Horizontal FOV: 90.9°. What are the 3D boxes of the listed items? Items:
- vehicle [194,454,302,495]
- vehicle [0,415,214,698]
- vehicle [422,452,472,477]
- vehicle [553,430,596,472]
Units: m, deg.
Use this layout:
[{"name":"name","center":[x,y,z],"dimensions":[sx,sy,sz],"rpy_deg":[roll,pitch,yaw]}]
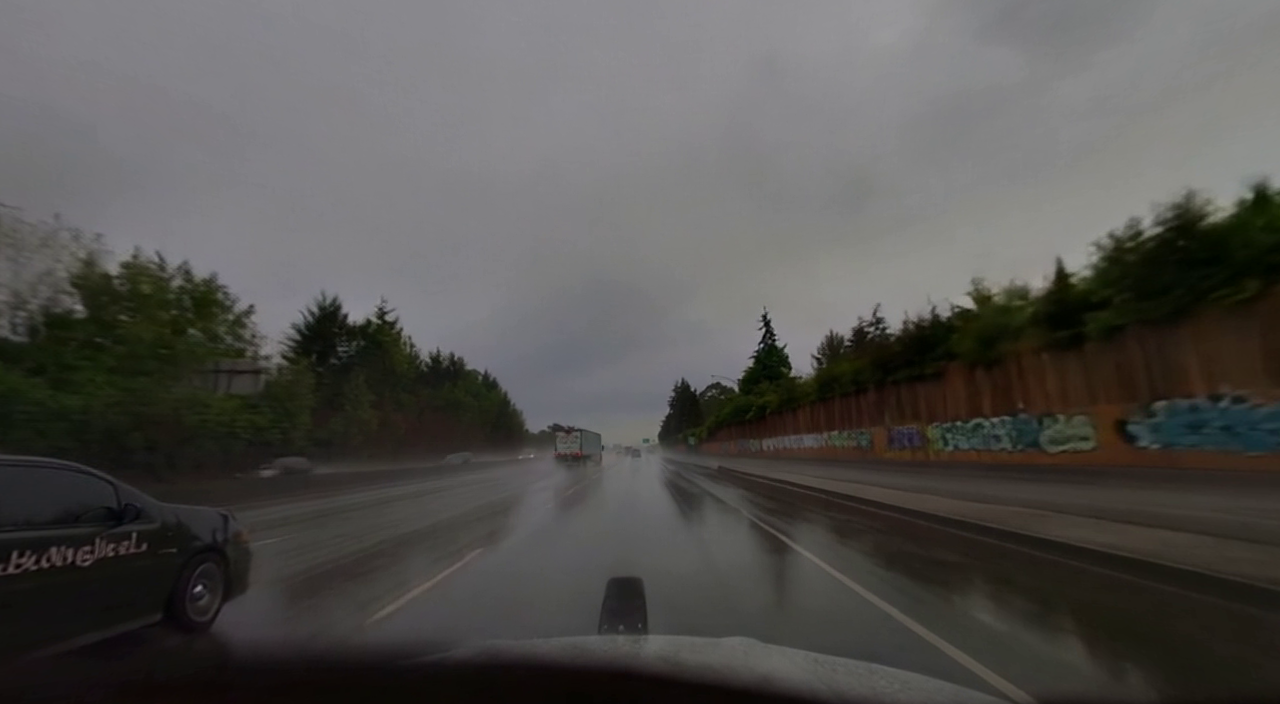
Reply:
[{"name":"vehicle","center":[-17.038,5.305,27.697],"dimensions":[1.917,1.597,4.357],"rpy_deg":[-1,-9,0]},{"name":"vehicle","center":[-4.404,0.987,2.680],"dimensions":[2.024,1.476,4.466],"rpy_deg":[-1,-9,1]},{"name":"vehicle","center":[-12.356,7.244,40.671],"dimensions":[1.800,1.477,4.461],"rpy_deg":[0,-9,0]},{"name":"vehicle","center":[-4.176,6.447,41.231],"dimensions":[2.305,2.517,5.486],"rpy_deg":[0,-9,0]}]
